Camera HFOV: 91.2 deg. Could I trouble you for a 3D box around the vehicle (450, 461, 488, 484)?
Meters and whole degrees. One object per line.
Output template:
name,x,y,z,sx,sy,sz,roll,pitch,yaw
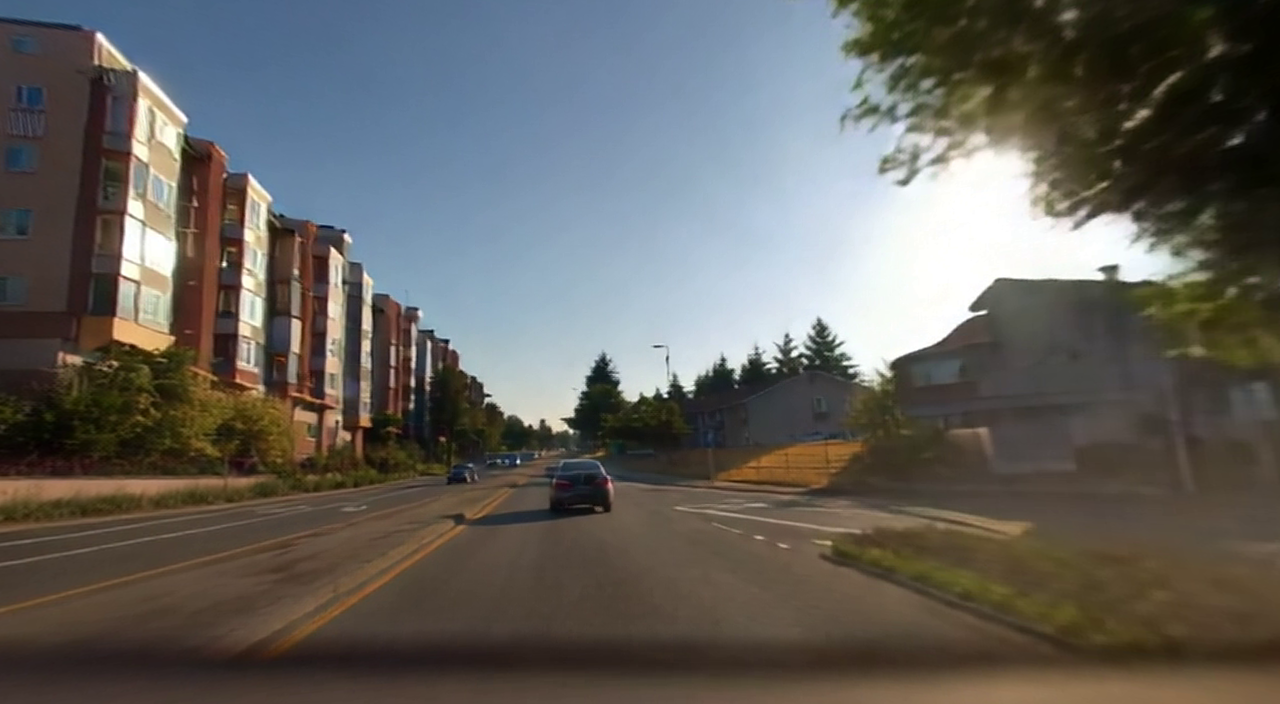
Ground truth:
vehicle,-12.881,9.077,47.444,2.018,1.498,4.168,0,-9,-6

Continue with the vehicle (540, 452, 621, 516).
vehicle,-1.790,3.614,17.619,2.014,1.525,3.670,0,-9,-9
